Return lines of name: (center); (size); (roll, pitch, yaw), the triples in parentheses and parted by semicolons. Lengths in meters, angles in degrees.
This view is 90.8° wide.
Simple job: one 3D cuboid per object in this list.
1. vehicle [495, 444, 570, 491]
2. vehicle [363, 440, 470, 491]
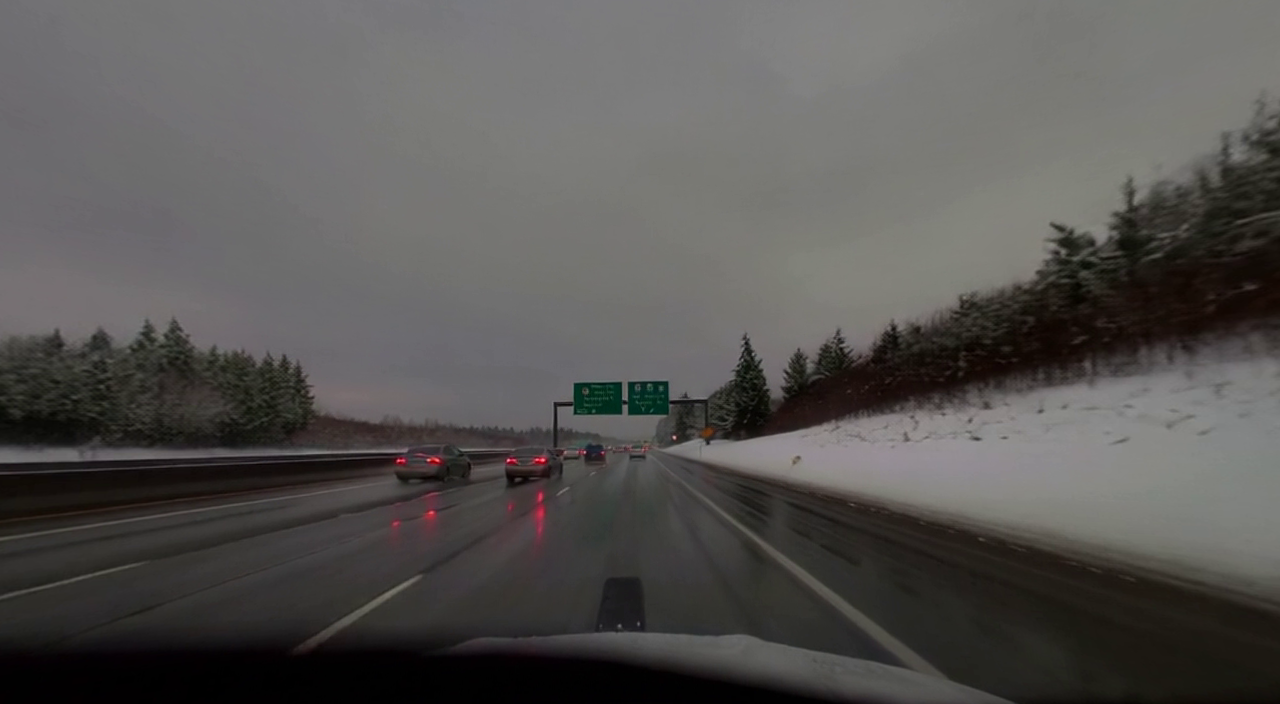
vehicle: (-3.610, 3.959, 21.930); (1.924, 1.436, 3.915); (0, -9, 0)
vehicle: (-7.525, 3.856, 21.725); (2.091, 1.558, 4.220); (0, -9, 0)
